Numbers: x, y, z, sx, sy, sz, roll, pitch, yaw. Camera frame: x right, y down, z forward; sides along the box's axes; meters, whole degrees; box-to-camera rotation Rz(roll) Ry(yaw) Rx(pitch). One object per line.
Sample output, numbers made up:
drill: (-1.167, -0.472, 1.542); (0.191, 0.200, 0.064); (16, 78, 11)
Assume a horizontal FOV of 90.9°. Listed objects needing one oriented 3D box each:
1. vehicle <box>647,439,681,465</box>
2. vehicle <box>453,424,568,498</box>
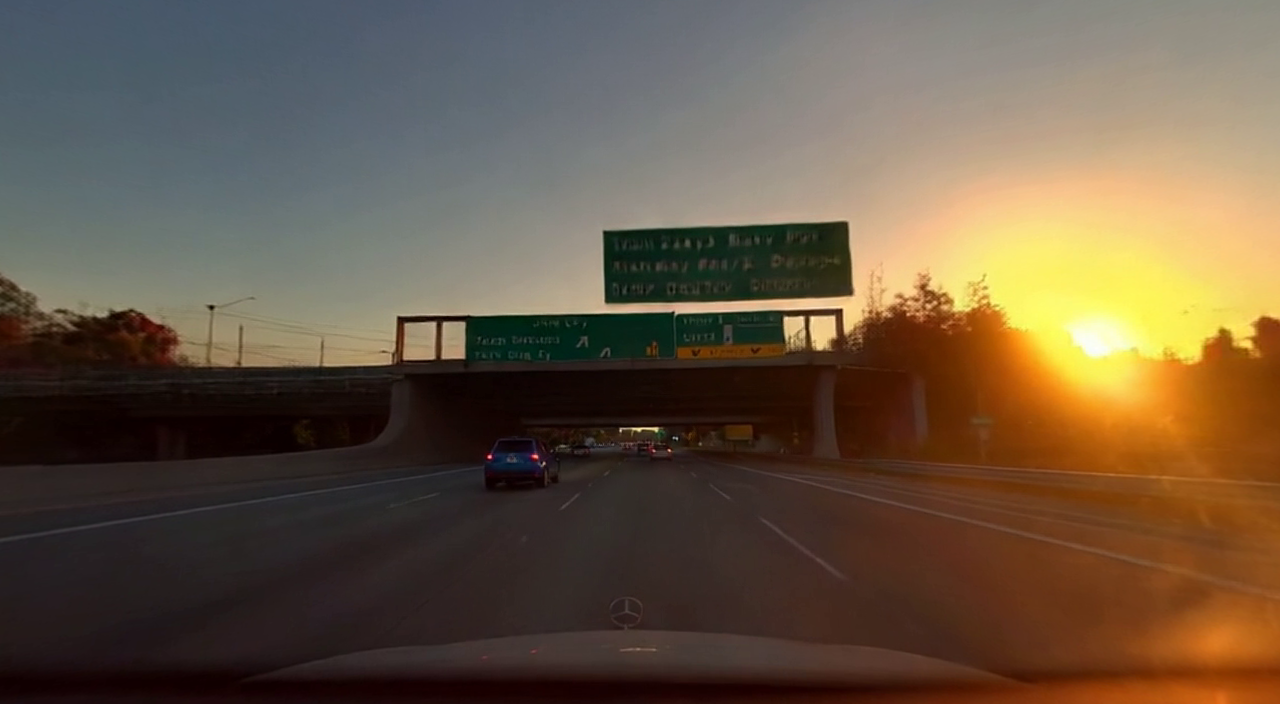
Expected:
vehicle: (1.509, 6.431, 40.671); (2.023, 1.589, 4.030); (-1, -8, 1)
vehicle: (-3.400, 2.974, 17.574); (2.214, 1.759, 4.435); (-1, -8, 1)
